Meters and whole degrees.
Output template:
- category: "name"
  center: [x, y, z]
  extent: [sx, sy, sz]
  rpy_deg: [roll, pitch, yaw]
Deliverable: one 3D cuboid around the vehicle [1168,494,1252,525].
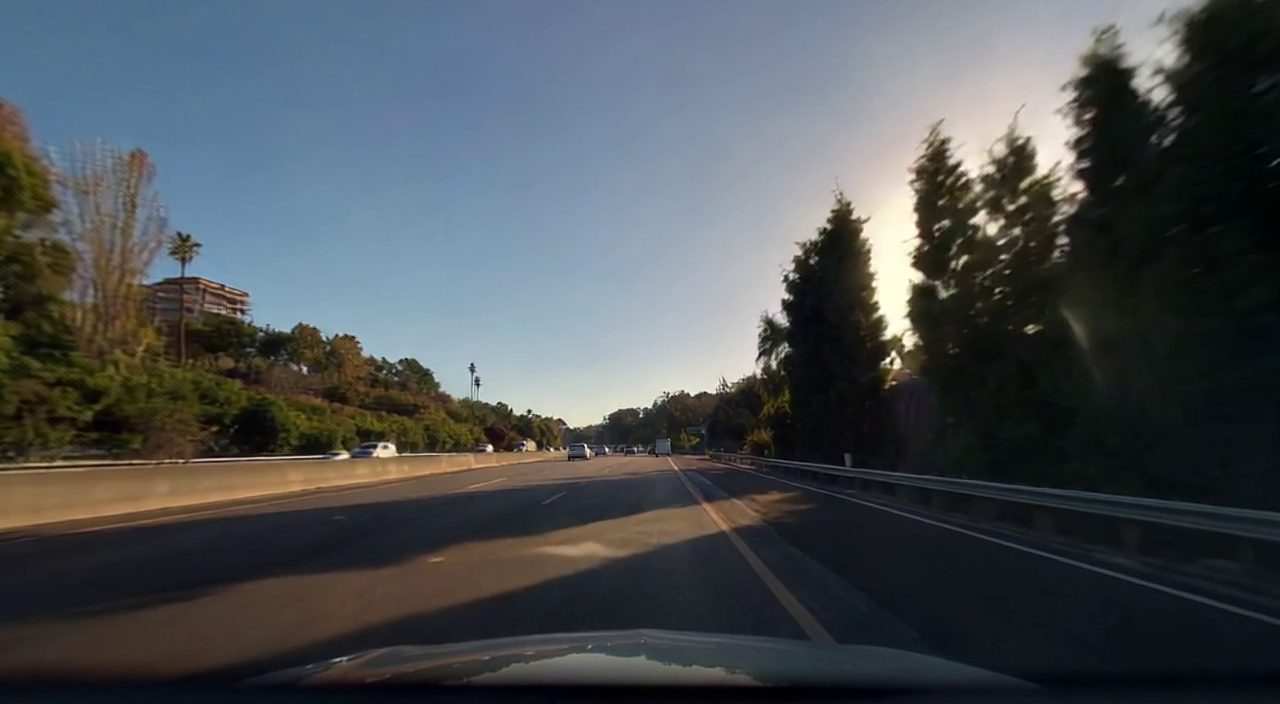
- category: "vehicle"
  center: [42.378, 11.668, 46.722]
  extent: [4.192, 1.670, 2.096]
  rpy_deg: [-3, -5, -4]
